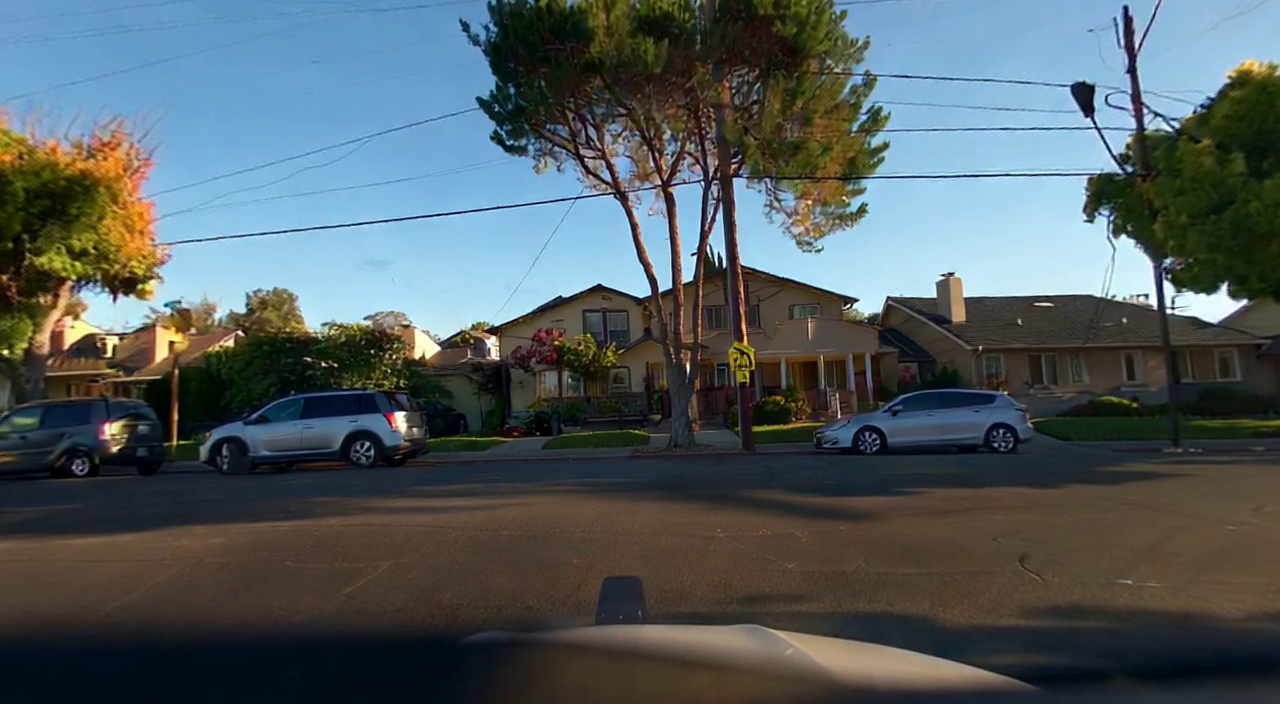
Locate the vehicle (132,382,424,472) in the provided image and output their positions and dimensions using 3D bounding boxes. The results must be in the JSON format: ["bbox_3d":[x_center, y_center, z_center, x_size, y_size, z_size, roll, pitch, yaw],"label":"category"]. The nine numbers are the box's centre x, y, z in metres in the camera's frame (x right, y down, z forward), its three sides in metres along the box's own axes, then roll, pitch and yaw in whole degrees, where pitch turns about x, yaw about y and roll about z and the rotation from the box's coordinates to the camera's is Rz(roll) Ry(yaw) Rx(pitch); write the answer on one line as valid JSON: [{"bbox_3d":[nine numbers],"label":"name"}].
[{"bbox_3d":[-7.399,1.599,13.338,4.943,1.731,1.877,0,-8,-1],"label":"vehicle"}]

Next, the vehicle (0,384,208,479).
[{"bbox_3d":[-12.127,1.726,13.594,4.259,1.878,1.842,0,-8,1],"label":"vehicle"}]

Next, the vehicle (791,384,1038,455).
[{"bbox_3d":[5.699,1.477,13.545,4.469,1.391,1.746,0,-8,-1],"label":"vehicle"}]
